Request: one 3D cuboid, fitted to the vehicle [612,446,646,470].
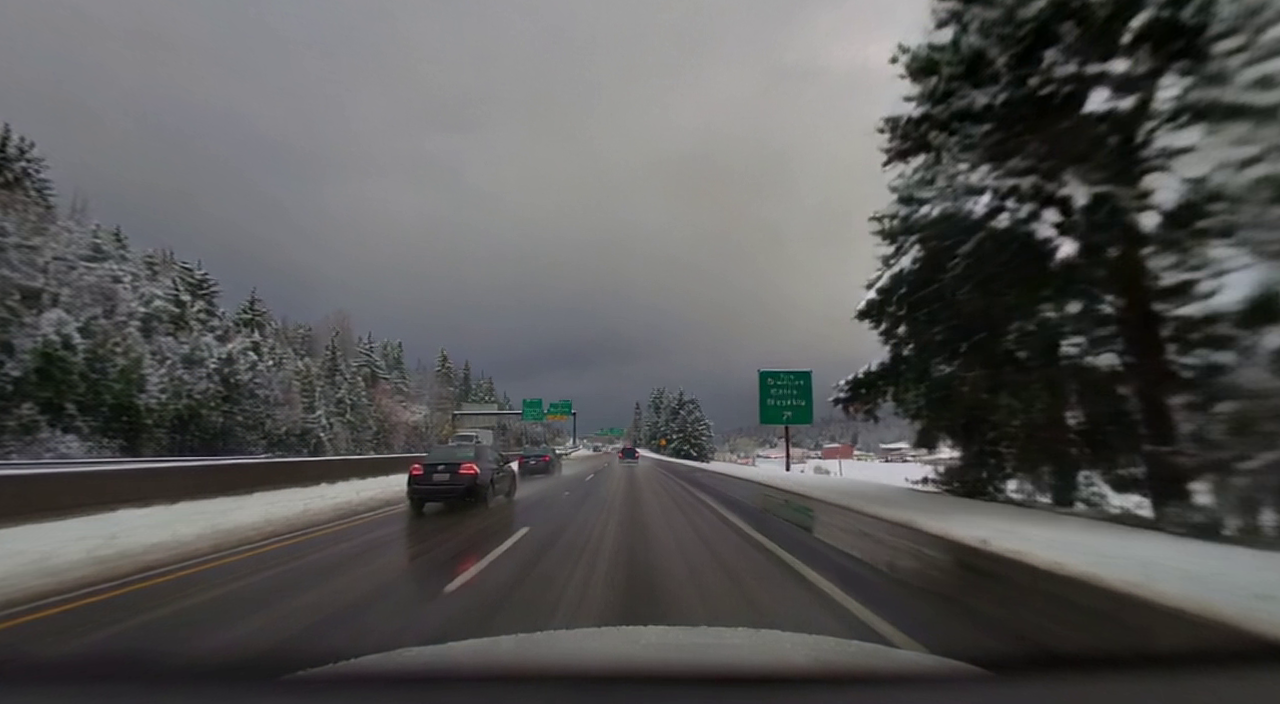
[{"bbox_3d":[-0.700,6.863,41.011,2.100,1.471,3.956,0,-8,-1],"label":"vehicle"}]

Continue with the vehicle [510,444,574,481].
[{"bbox_3d":[-4.197,4.797,27.717,2.107,1.453,4.462,0,-8,0],"label":"vehicle"}]

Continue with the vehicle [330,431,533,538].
[{"bbox_3d":[-3.382,2.239,11.362,2.067,1.509,4.551,0,-8,1],"label":"vehicle"}]
